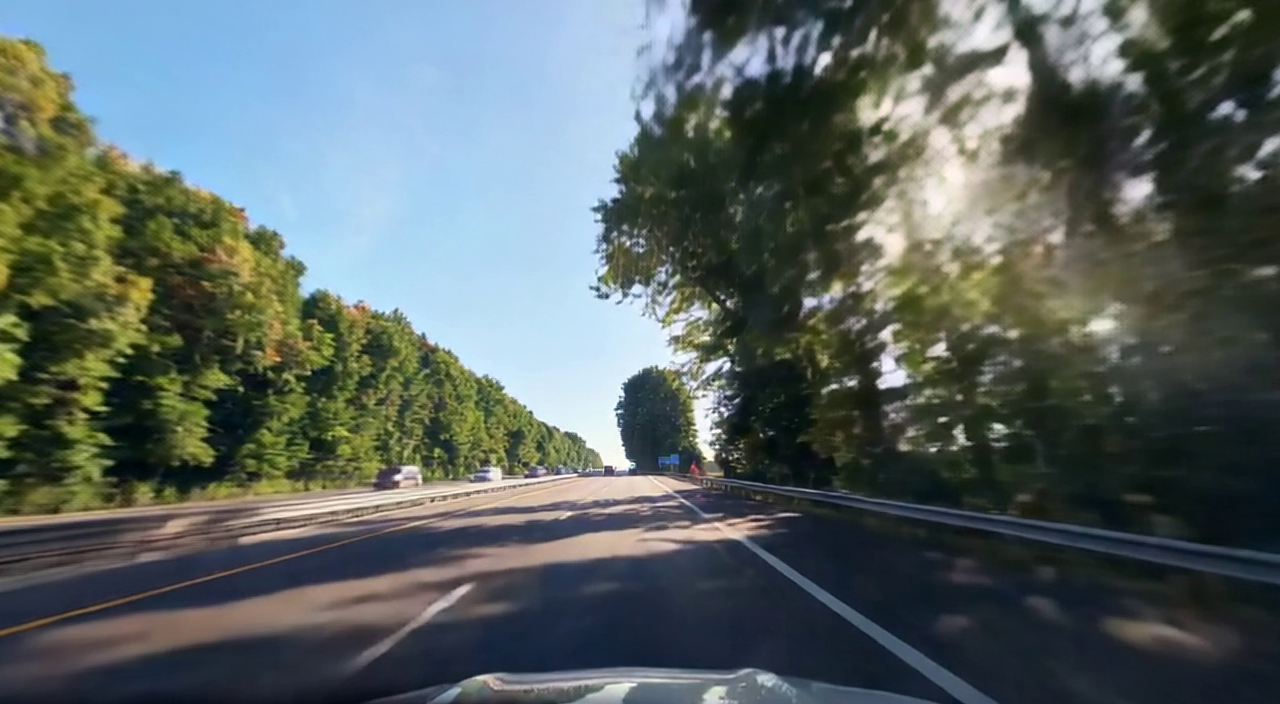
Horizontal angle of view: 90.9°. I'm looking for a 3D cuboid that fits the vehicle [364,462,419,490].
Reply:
[{"bbox_3d":[-17.195,8.595,43.884,1.967,1.798,4.485,1,-11,-1],"label":"vehicle"}]
